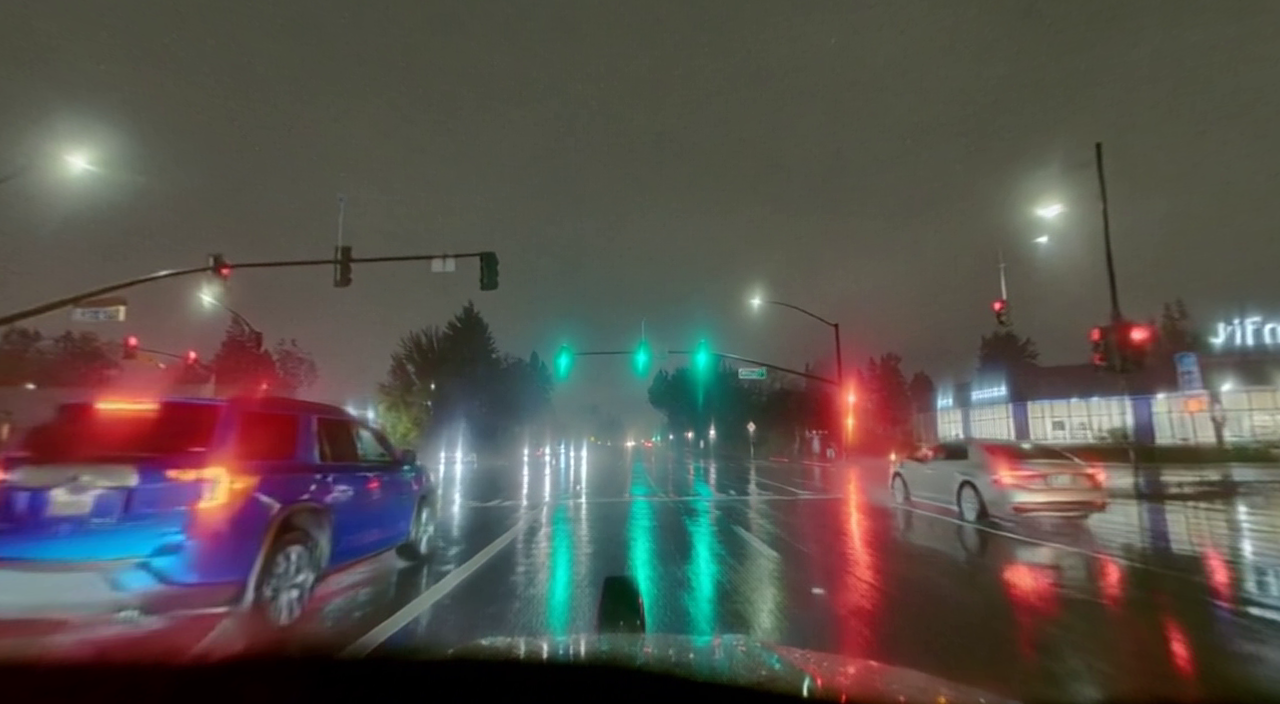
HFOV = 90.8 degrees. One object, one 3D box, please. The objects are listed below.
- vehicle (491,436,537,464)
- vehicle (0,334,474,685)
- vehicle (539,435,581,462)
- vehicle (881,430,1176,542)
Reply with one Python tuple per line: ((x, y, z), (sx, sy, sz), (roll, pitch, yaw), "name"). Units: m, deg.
((-8.591, 6.757, 43.601), (2.273, 1.791, 4.809), (0, -8, -1), "vehicle")
((-3.367, 1.201, 5.962), (2.313, 1.883, 5.016), (0, -9, -1), "vehicle")
((-5.603, 6.865, 44.917), (2.384, 1.787, 5.038), (0, -8, -1), "vehicle")
((6.124, 2.150, 10.880), (1.972, 1.476, 4.775), (0, -8, -1), "vehicle")
